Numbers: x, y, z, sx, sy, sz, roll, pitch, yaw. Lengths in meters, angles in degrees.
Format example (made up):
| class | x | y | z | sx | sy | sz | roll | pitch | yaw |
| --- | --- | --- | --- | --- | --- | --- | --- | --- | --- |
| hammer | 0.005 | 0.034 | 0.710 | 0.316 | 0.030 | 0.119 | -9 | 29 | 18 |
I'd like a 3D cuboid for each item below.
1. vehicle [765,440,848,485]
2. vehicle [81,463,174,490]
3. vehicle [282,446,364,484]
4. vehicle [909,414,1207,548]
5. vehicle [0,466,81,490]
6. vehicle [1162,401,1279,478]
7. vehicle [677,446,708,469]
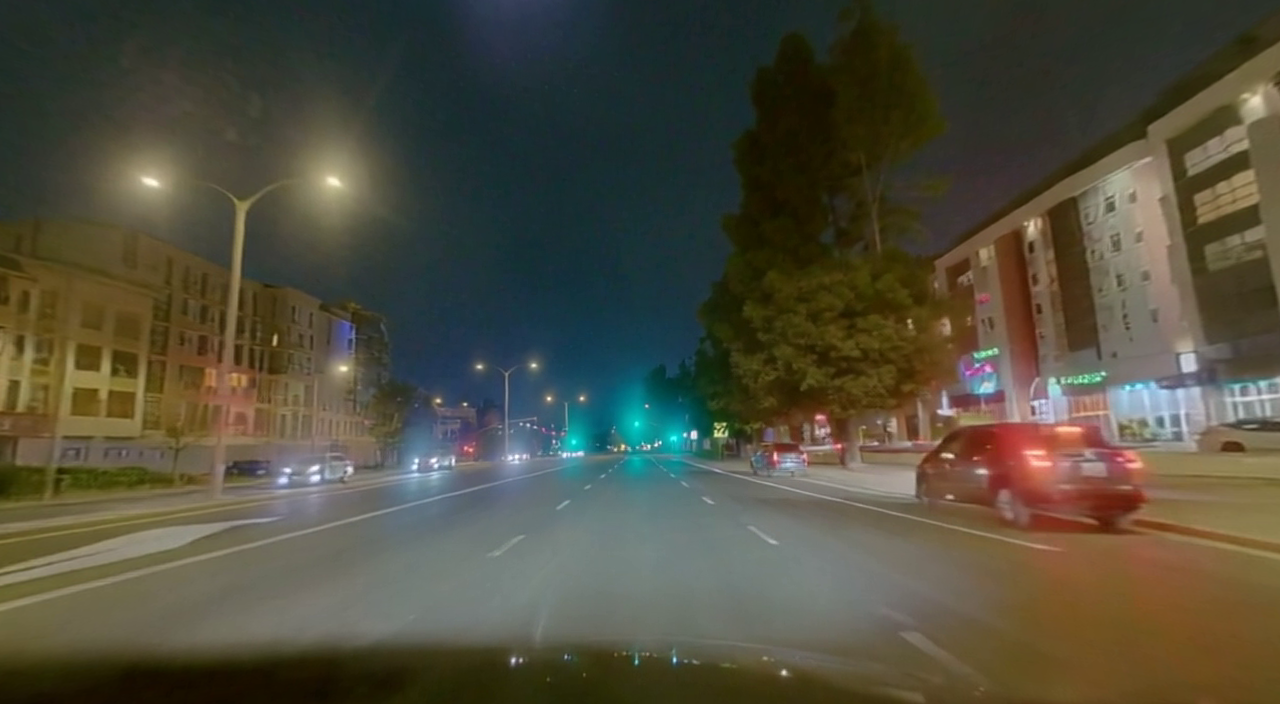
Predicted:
| class | x | y | z | sx | sy | sz | roll | pitch | yaw |
| --- | --- | --- | --- | --- | --- | --- | --- | --- | --- |
| vehicle | 6.612 | 4.438 | 25.676 | 2.063 | 1.631 | 4.507 | 0 | -8 | -1 |
| vehicle | -33.753 | 8.173 | 41.652 | 4.700 | 1.643 | 1.973 | -1 | -9 | 8 |
| vehicle | -15.798 | 5.595 | 31.772 | 1.888 | 1.744 | 4.355 | 0 | -8 | 0 |
| vehicle | 6.510 | 2.045 | 10.669 | 2.175 | 1.770 | 4.373 | -1 | -8 | 3 |
| vehicle | -39.630 | 8.204 | 41.227 | 4.522 | 1.438 | 1.863 | -1 | -8 | 3 |
| vehicle | 15.087 | 1.957 | 14.169 | 4.830 | 1.605 | 1.982 | -1 | -8 | 4 |
| vehicle | 3.737 | 7.547 | 45.566 | 1.878 | 1.534 | 4.120 | 0 | -8 | -1 |
